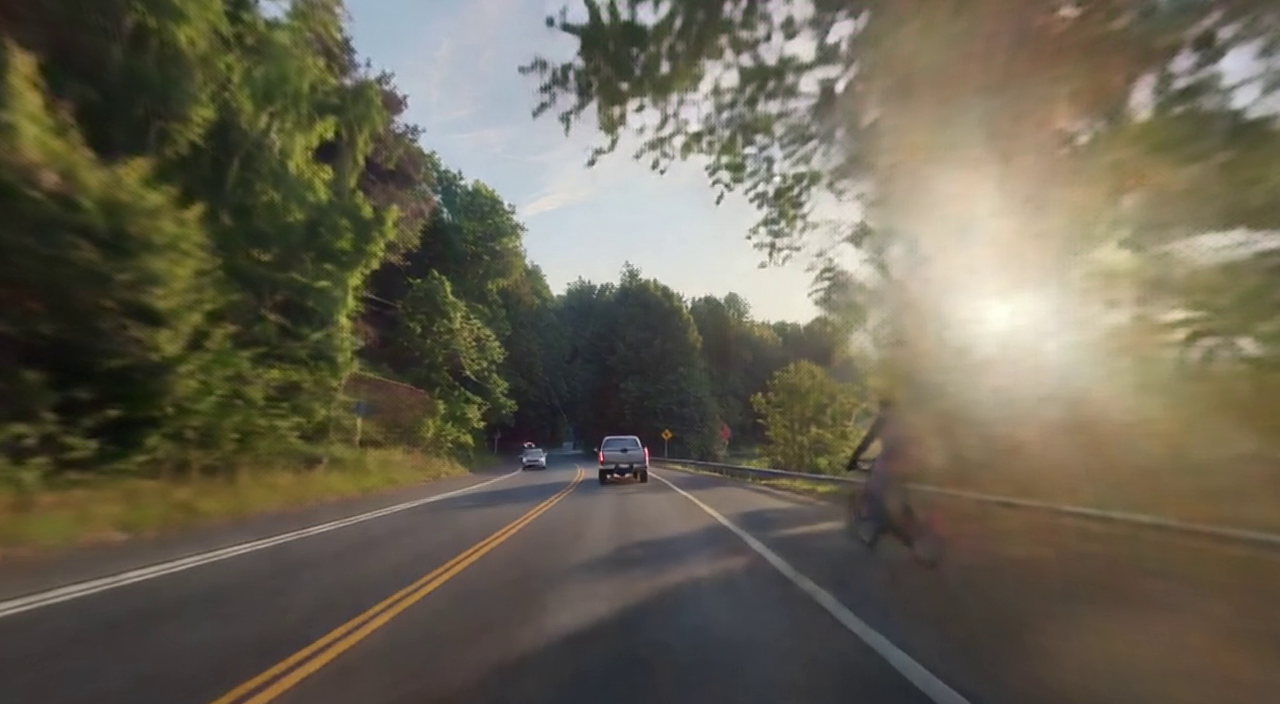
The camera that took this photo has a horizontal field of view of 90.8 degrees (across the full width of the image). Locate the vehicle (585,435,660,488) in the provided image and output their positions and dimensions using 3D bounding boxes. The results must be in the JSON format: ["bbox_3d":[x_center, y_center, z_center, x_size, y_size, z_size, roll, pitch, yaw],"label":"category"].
[{"bbox_3d":[-0.784,4.242,24.971,2.631,1.798,5.331,0,-8,-4],"label":"vehicle"}]

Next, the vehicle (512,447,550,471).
[{"bbox_3d":[-7.381,7.235,43.024,2.198,1.459,4.398,0,-8,-5],"label":"vehicle"}]
